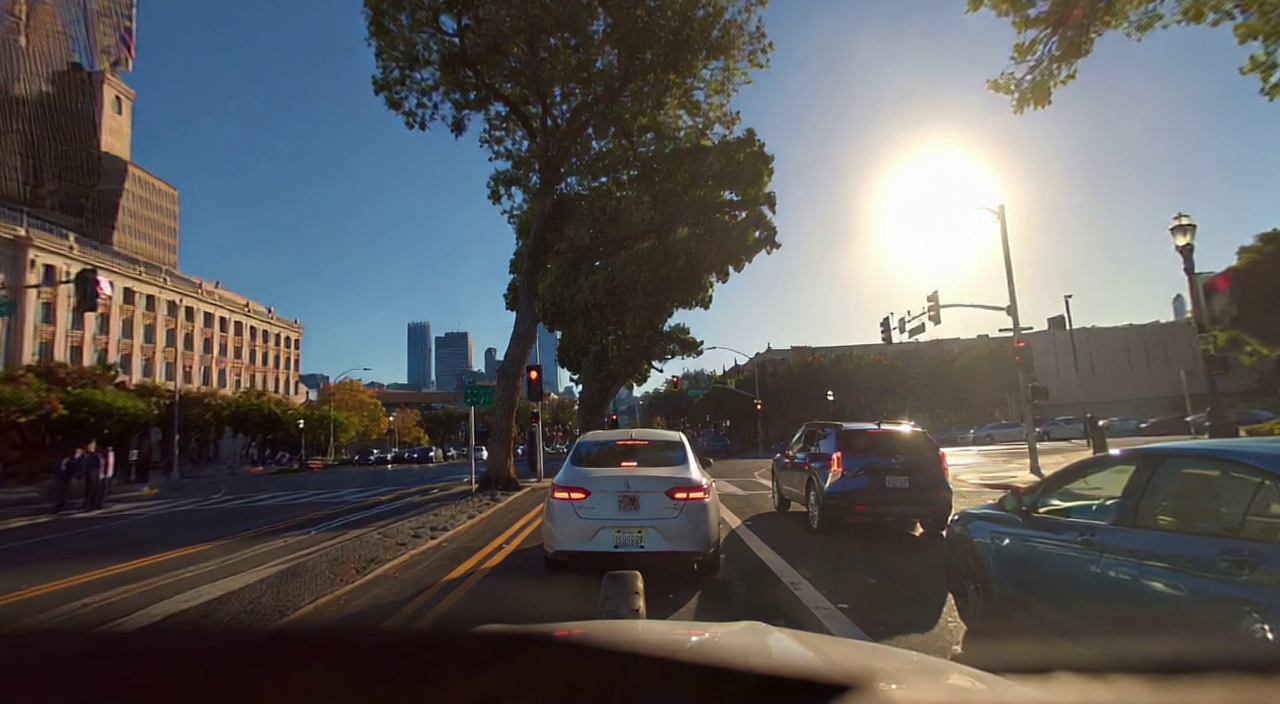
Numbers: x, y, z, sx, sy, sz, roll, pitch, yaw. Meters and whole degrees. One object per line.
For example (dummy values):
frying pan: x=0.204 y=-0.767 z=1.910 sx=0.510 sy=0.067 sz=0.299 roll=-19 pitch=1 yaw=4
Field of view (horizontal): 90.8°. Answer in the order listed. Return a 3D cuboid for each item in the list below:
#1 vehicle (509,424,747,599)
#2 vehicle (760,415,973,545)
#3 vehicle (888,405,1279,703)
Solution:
vehicle: x=-0.109 y=1.693 z=7.529 sx=2.096 sy=1.521 sz=3.747 roll=0 pitch=-8 yaw=0
vehicle: x=3.514 y=2.081 z=10.949 sx=1.978 sy=1.738 sz=4.599 roll=0 pitch=-8 yaw=0
vehicle: x=3.376 y=1.173 z=3.996 sx=1.833 sy=1.465 sz=4.258 roll=0 pitch=-8 yaw=-1
